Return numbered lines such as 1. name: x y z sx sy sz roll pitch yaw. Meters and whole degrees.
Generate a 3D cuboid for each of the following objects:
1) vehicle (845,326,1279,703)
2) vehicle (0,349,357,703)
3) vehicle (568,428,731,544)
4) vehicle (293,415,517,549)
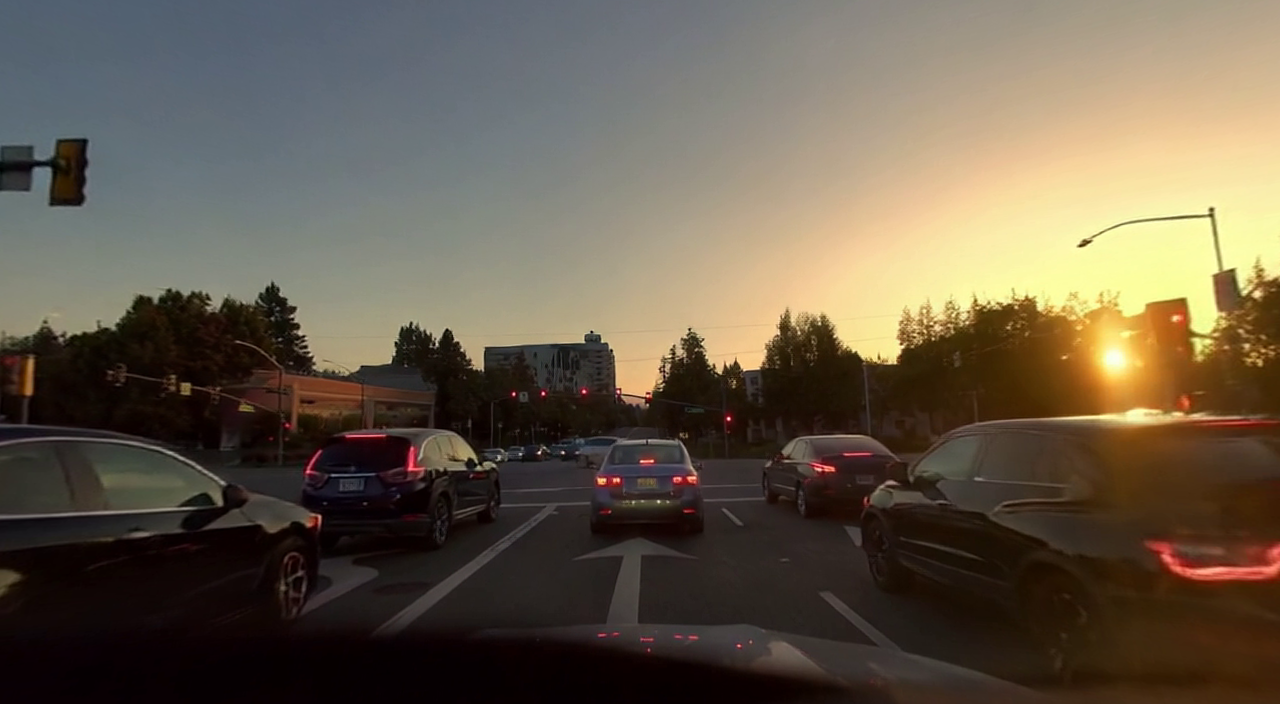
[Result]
1. vehicle: 3.239 1.070 4.274 2.178 1.691 4.314 0 -9 -1
2. vehicle: -3.361 0.915 2.902 2.034 1.655 4.465 0 -9 0
3. vehicle: 0.061 2.053 10.283 2.114 1.482 4.056 0 -9 -2
4. vehicle: -3.415 1.984 10.222 1.958 1.693 4.242 0 -9 0
